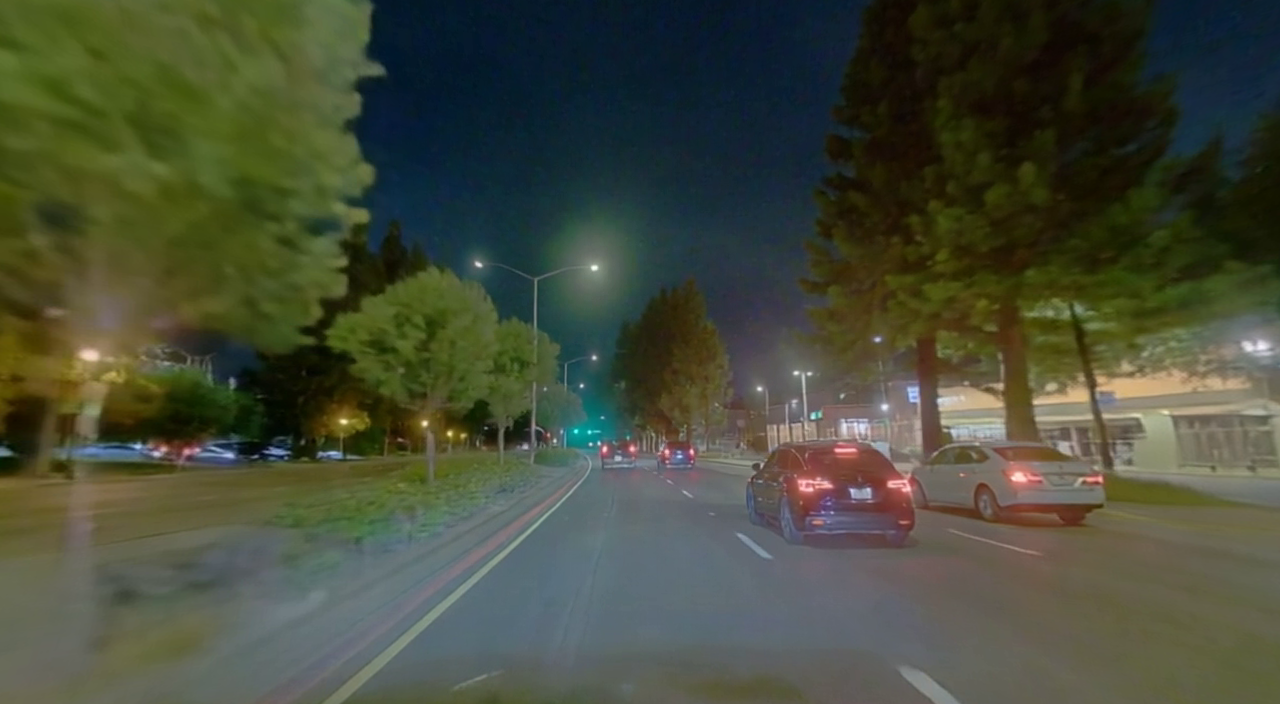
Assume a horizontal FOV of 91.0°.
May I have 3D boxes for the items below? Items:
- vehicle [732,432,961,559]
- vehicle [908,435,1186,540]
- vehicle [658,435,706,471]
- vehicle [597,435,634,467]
[{"bbox_3d":[2.713,1.977,9.467,1.883,1.452,4.258,0,-8,-2],"label":"vehicle"},{"bbox_3d":[6.696,2.241,11.098,1.917,1.457,4.274,0,-8,-2],"label":"vehicle"},{"bbox_3d":[2.155,5.353,33.513,2.000,1.745,4.206,0,-8,-4],"label":"vehicle"},{"bbox_3d":[-1.525,5.960,37.885,2.051,1.798,4.168,0,-8,-5],"label":"vehicle"}]
